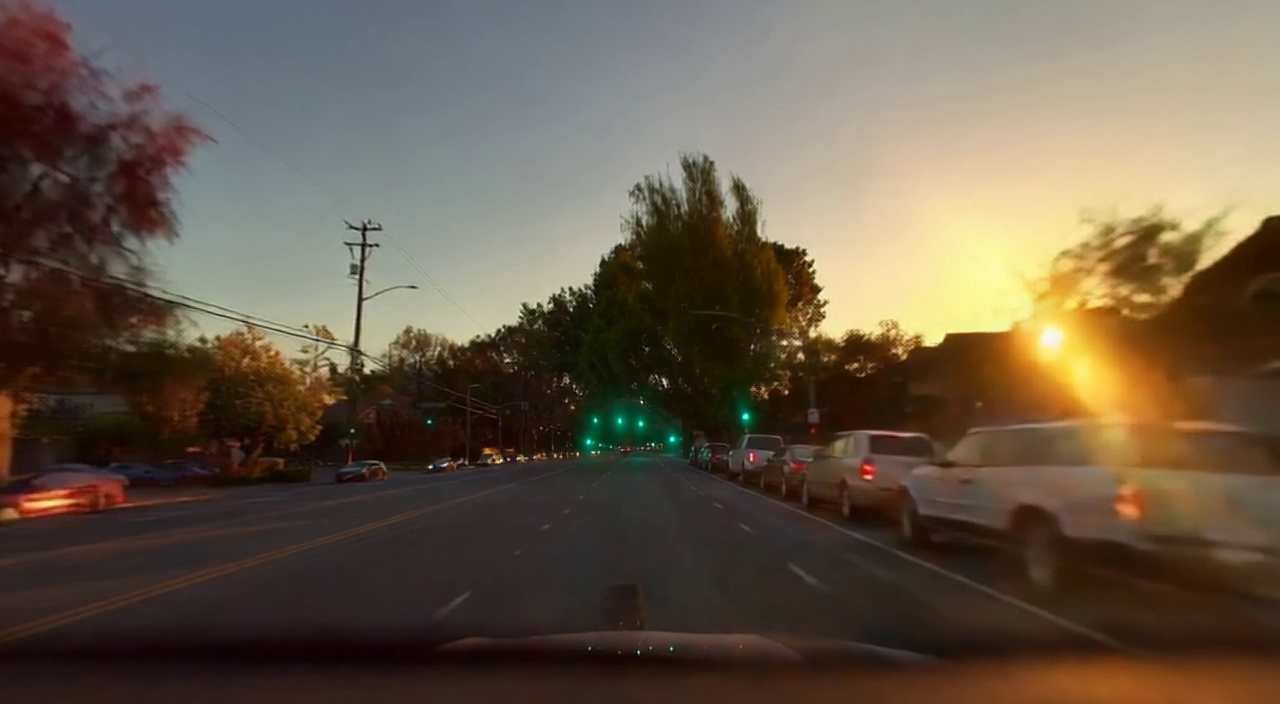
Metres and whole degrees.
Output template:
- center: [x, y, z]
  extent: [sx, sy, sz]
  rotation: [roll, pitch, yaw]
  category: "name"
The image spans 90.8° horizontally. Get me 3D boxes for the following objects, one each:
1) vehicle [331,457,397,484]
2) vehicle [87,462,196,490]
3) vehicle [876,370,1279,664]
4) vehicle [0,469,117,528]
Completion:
- center: [-17.572, 7.542, 40.506]
  extent: [2.039, 1.508, 4.613]
  rotation: [-1, -9, 1]
  category: "vehicle"
- center: [-28.098, 6.979, 35.691]
  extent: [4.532, 1.456, 1.853]
  rotation: [0, -9, 0]
  category: "vehicle"
- center: [4.521, 1.415, 6.589]
  extent: [2.078, 1.837, 5.088]
  rotation: [0, -9, 0]
  category: "vehicle"
- center: [-17.650, 4.168, 17.972]
  extent: [1.831, 1.428, 4.456]
  rotation: [-3, -9, -1]
  category: "vehicle"
